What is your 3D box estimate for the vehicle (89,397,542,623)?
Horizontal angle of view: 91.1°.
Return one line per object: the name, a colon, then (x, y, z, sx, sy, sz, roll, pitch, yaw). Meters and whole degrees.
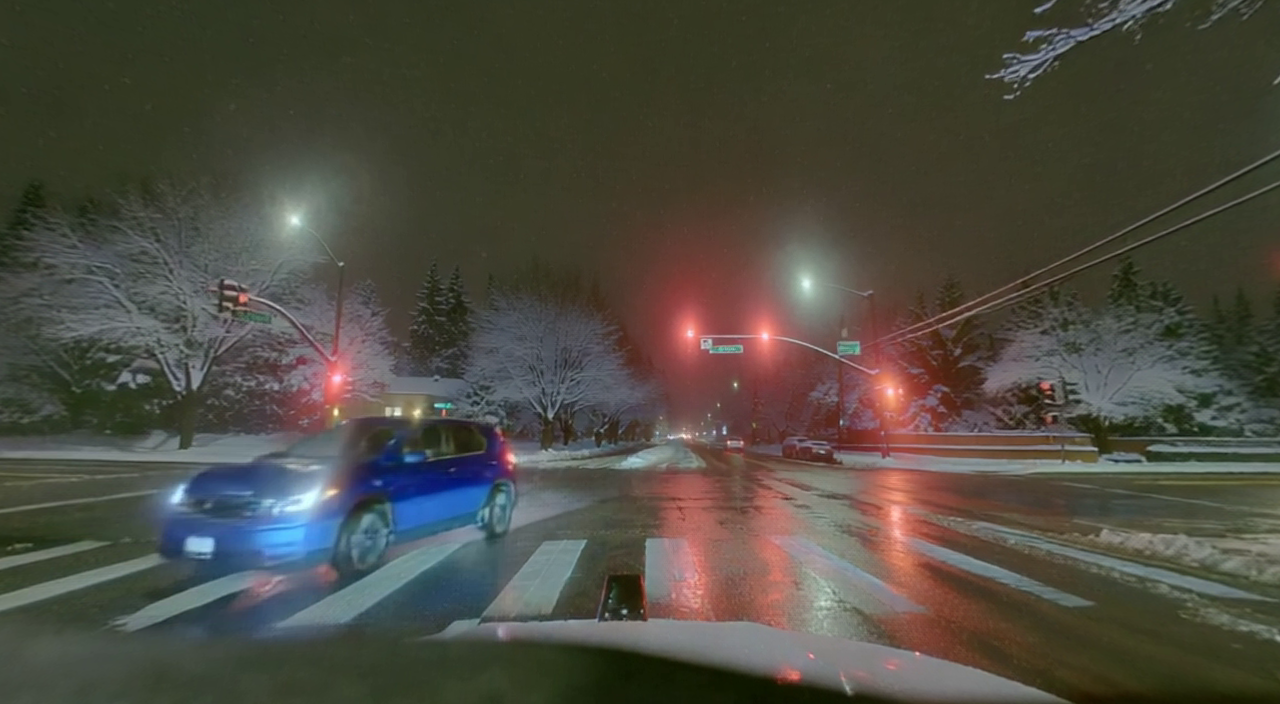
vehicle: (-3.169, 1.614, 7.518, 2.134, 1.768, 4.580, -3, -9, 17)
